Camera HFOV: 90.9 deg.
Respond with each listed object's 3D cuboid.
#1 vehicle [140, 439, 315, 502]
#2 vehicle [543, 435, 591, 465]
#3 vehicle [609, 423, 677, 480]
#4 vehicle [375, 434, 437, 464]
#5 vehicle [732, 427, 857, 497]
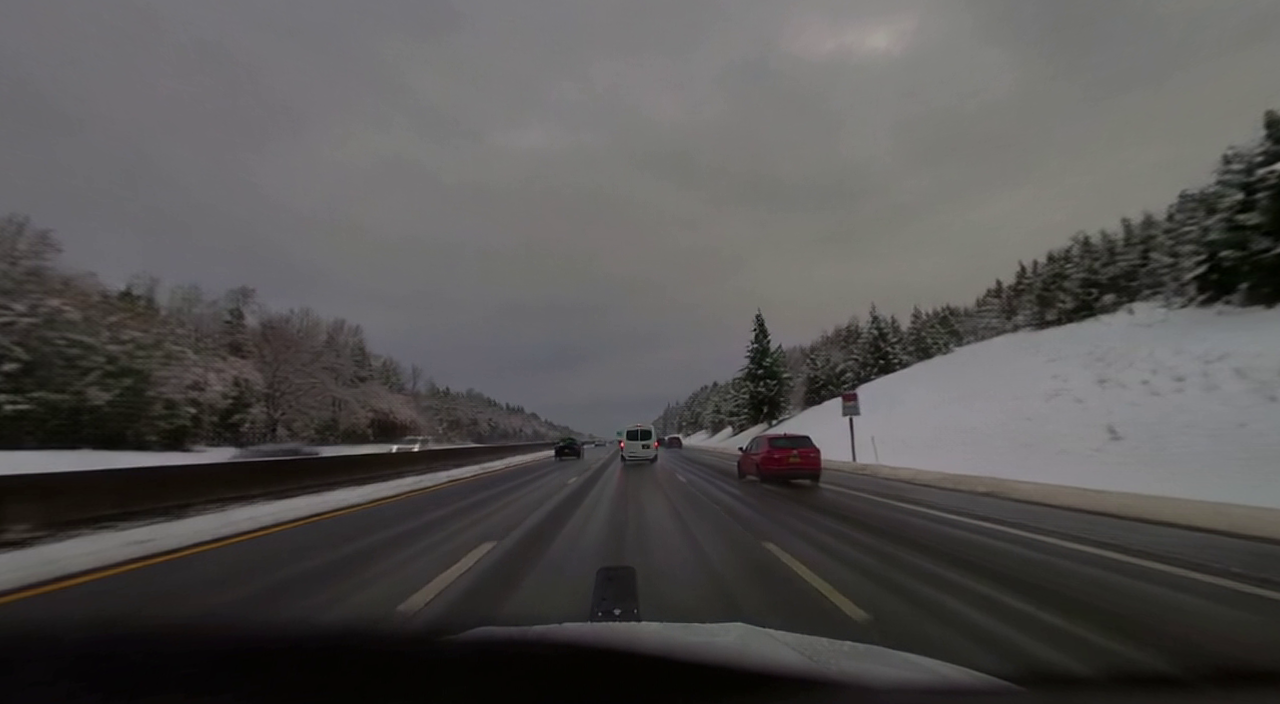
[{"bbox_3d":[-11.422,3.258,17.924,2.060,1.512,4.395,0,-7,-1],"label":"vehicle"},{"bbox_3d":[-3.862,5.253,34.140,2.093,1.517,4.648,0,-7,-1],"label":"vehicle"},{"bbox_3d":[0.044,3.467,22.363,2.159,1.811,4.238,0,-7,-1],"label":"vehicle"},{"bbox_3d":[-15.925,6.613,43.316,2.338,1.946,5.183,0,-7,-1],"label":"vehicle"},{"bbox_3d":[3.845,2.787,16.640,1.923,1.562,4.691,0,-7,-2],"label":"vehicle"}]
